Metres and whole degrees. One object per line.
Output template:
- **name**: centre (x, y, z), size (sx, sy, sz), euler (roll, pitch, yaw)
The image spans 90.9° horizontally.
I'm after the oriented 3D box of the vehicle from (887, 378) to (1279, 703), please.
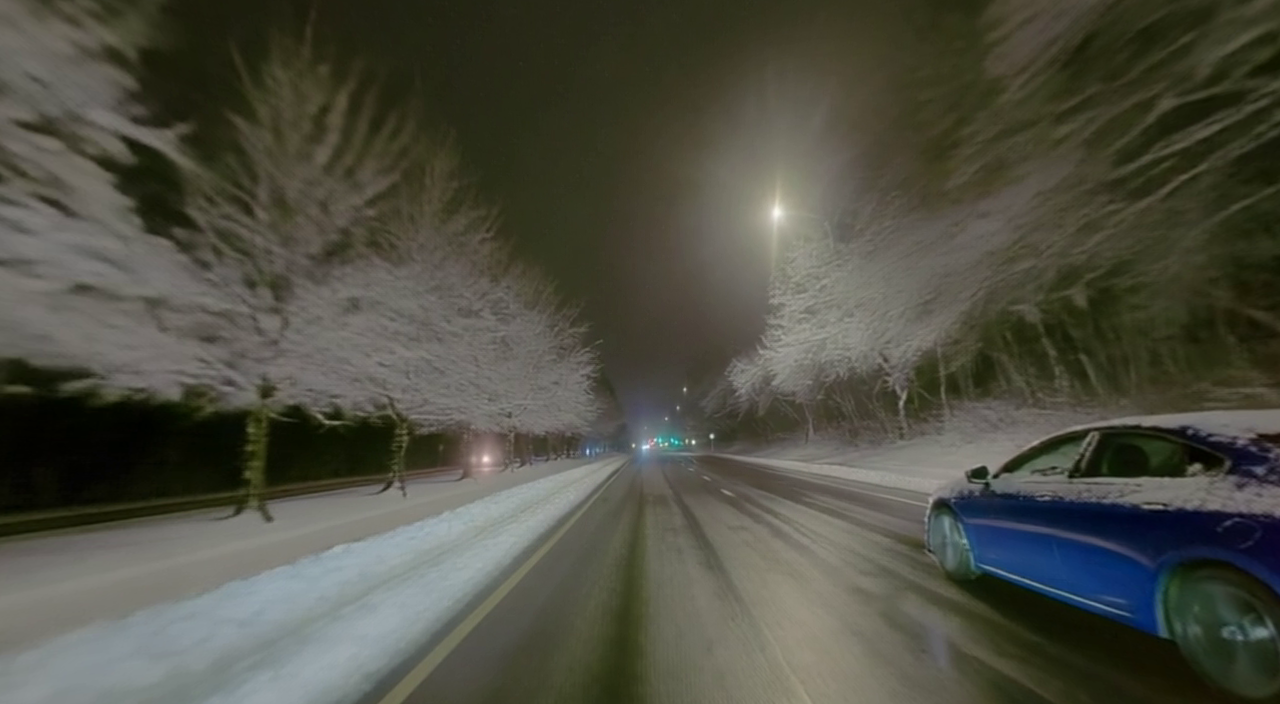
- **vehicle**: centre (3.488, 1.059, 3.790), size (2.061, 1.503, 4.823), euler (0, -8, 0)
